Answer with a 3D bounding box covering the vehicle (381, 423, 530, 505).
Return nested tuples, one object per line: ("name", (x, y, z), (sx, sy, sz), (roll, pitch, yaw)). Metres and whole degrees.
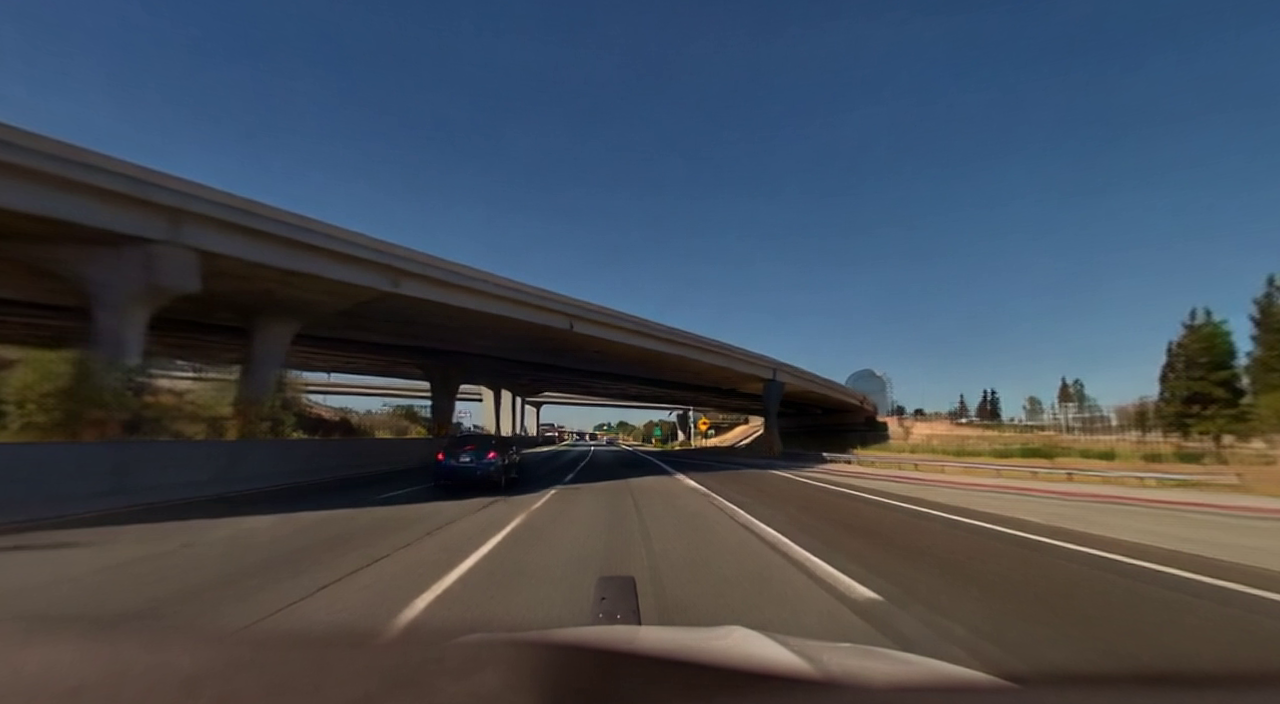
("vehicle", (-4.083, 2.552, 14.934), (2.123, 1.601, 4.887), (0, -8, -1))
